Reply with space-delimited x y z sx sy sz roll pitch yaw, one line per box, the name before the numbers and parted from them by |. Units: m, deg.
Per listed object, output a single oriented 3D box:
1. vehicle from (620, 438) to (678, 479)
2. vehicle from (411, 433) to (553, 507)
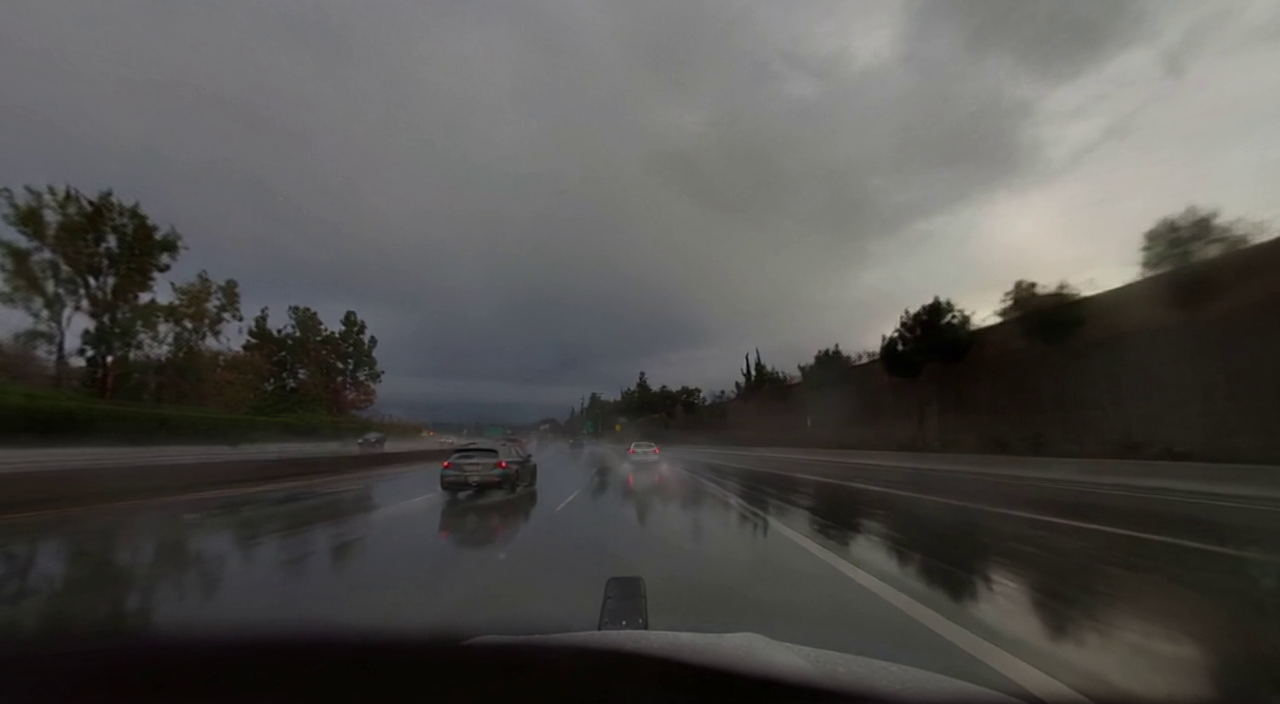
vehicle | 0.255 4.053 24.235 2.051 1.444 3.927 0 -9 -2
vehicle | -3.620 2.835 15.635 2.246 1.519 4.980 0 -9 0
